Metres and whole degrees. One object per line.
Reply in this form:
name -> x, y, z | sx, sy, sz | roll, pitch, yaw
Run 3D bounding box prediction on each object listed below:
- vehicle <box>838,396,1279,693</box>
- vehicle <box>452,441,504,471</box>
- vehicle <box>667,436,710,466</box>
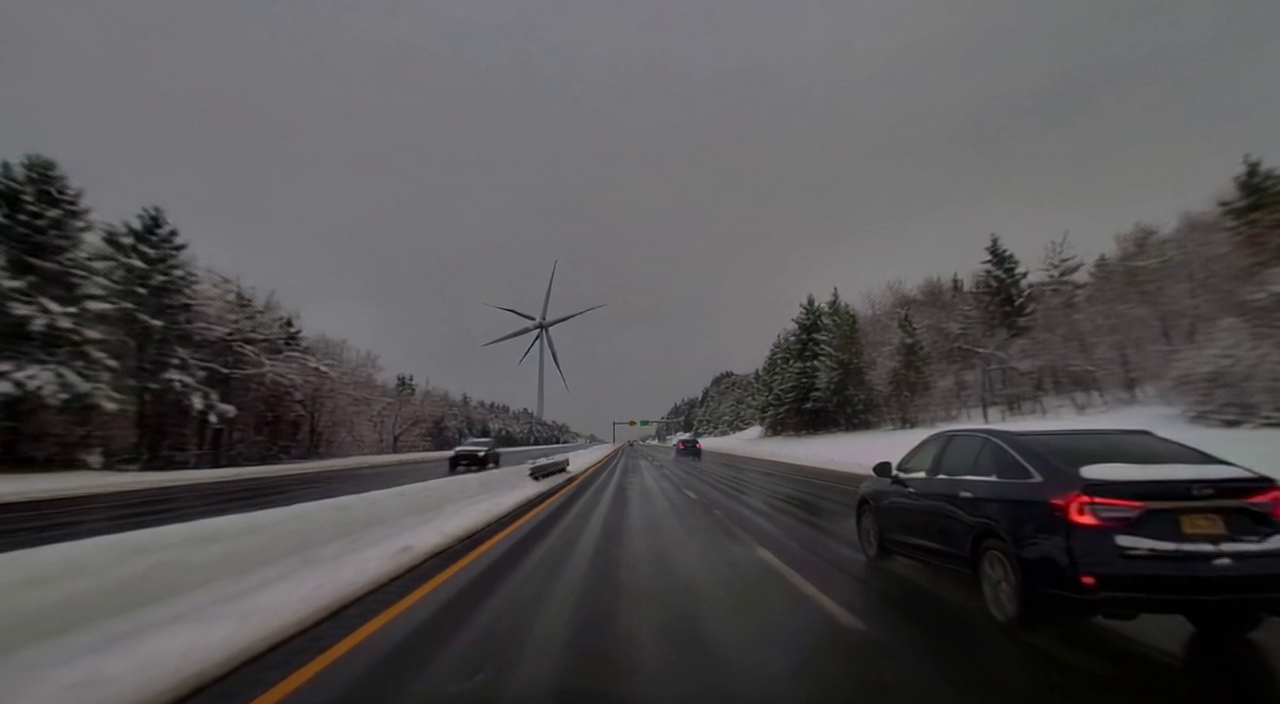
vehicle -> 3.576, 1.351, 5.706 | 2.038, 1.624, 4.312 | 0, -8, -1
vehicle -> -8.971, 5.777, 35.082 | 1.886, 1.540, 3.814 | 0, -8, 0
vehicle -> 2.803, 5.836, 37.455 | 2.066, 1.661, 4.500 | 0, -8, -2
